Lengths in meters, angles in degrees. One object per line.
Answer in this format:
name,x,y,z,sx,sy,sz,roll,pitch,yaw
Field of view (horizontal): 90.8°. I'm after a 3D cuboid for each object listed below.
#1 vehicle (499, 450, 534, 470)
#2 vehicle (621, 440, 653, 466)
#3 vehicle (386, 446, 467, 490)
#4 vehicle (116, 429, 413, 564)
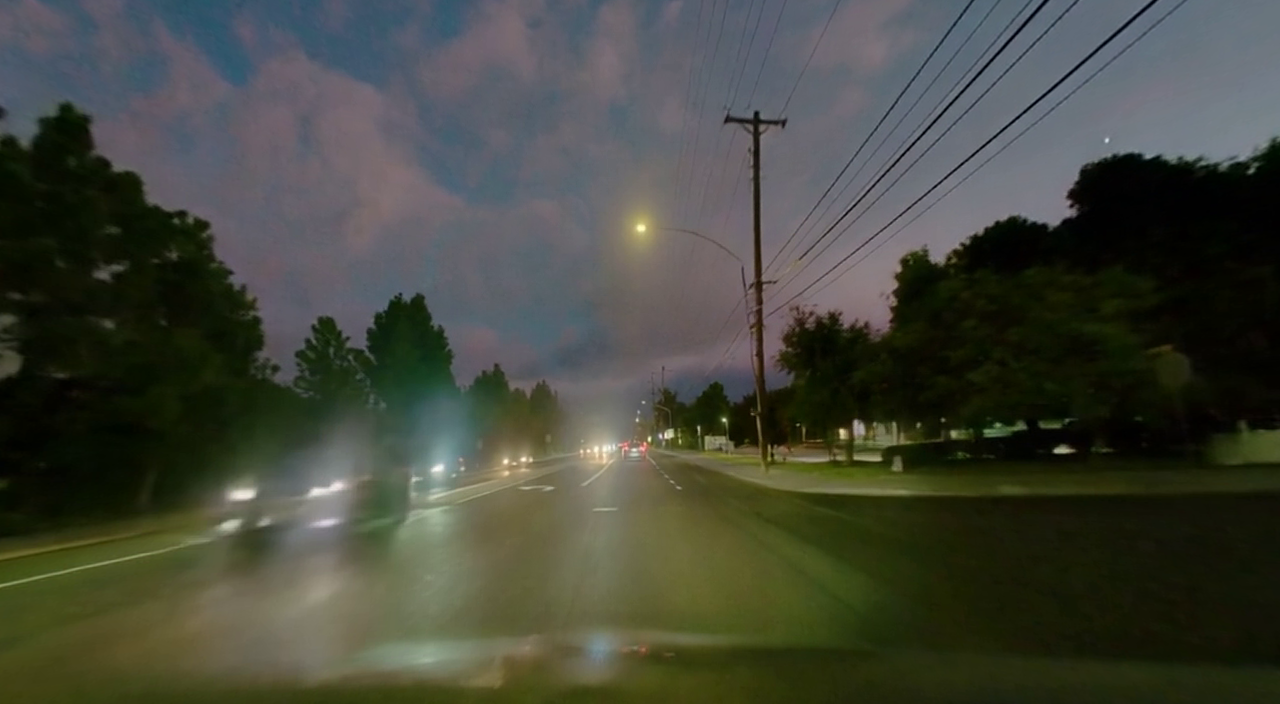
vehicle,-9.474,8.284,48.631,1.867,1.456,4.251,-1,-8,0
vehicle,-0.252,7.204,45.207,2.163,1.746,4.073,0,-8,-1
vehicle,-9.309,5.046,27.972,2.084,1.760,4.438,0,-8,-1
vehicle,-5.828,2.256,10.780,2.143,1.735,4.737,-1,-8,0
